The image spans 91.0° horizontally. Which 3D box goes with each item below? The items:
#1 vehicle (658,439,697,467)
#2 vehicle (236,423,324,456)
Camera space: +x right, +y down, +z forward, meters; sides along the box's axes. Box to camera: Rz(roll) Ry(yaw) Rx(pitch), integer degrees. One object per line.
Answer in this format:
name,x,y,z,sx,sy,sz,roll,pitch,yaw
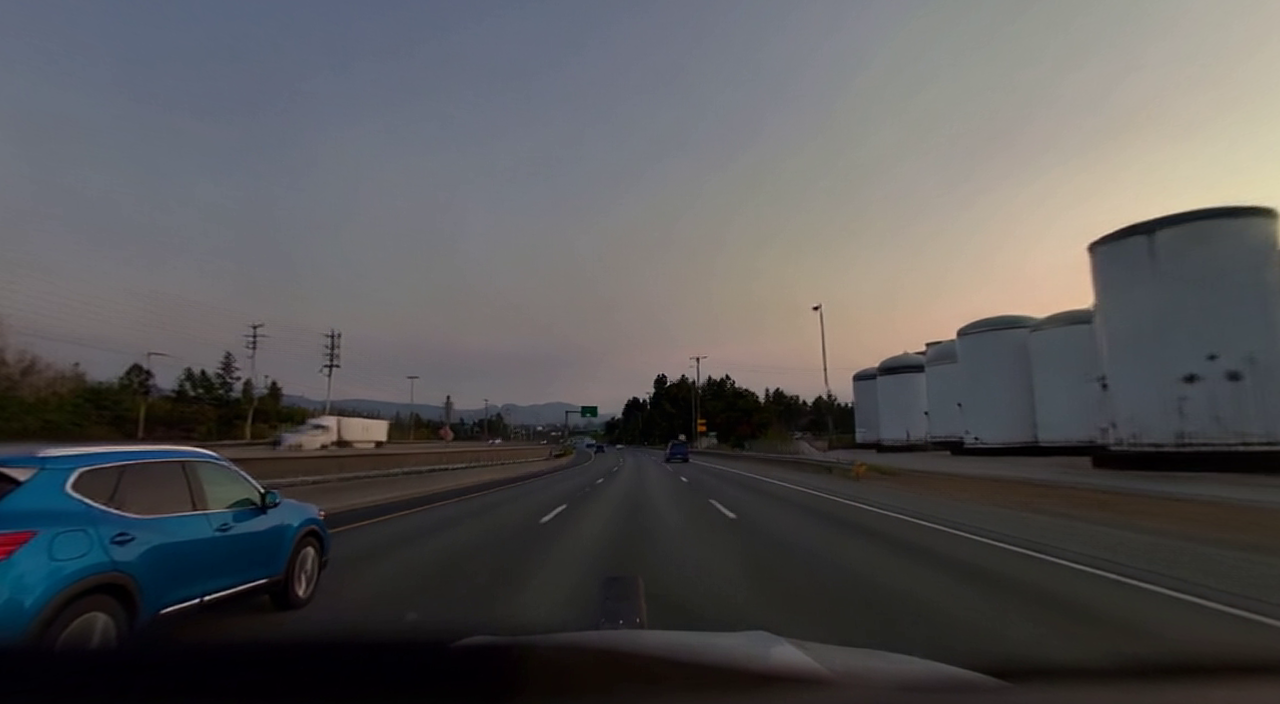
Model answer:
vehicle,2.584,7.119,44.476,2.296,1.790,5.067,0,-9,-1
vehicle,-17.483,4.320,30.814,1.817,1.504,3.991,0,-9,2
